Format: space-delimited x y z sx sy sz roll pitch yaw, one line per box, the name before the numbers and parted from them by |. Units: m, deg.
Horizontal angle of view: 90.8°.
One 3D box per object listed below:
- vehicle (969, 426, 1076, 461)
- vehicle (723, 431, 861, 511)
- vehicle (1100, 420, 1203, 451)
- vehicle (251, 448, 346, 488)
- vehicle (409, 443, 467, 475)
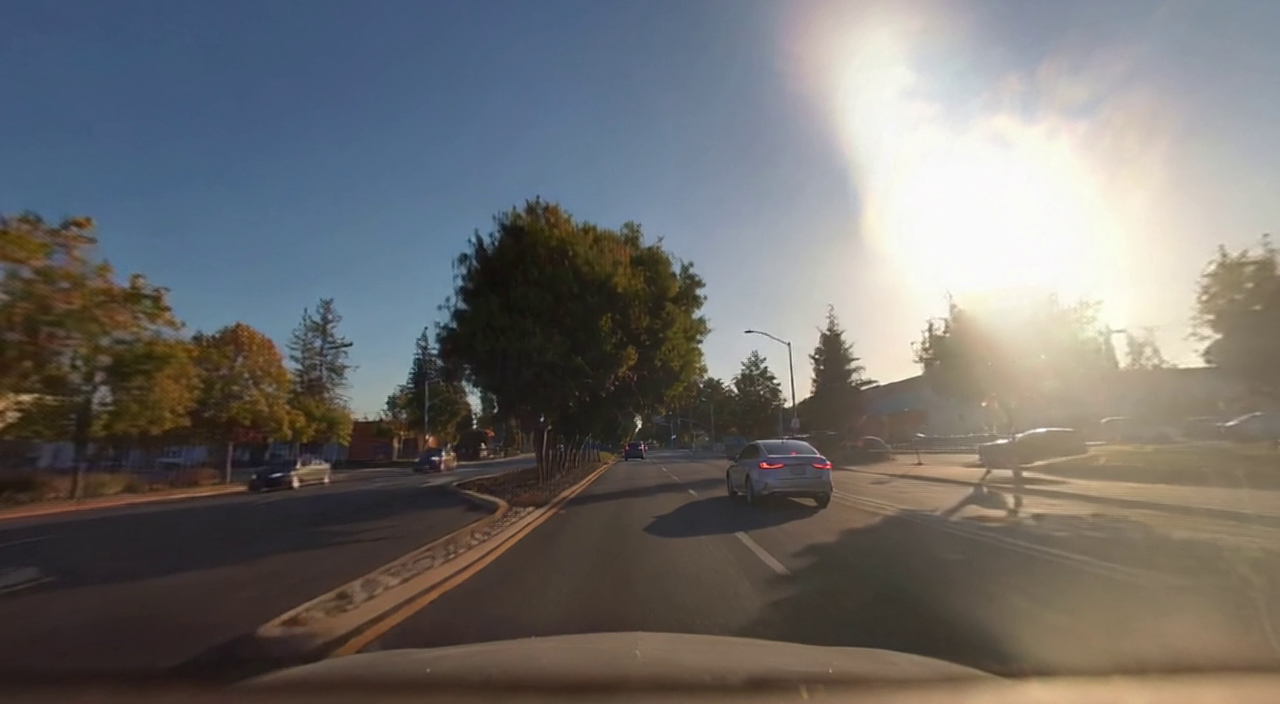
vehicle | 20.018 4.801 33.170 4.376 1.735 1.854 0 -8 -2
vehicle | 3.388 2.753 15.197 1.995 1.616 4.729 0 -8 -2
vehicle | 32.383 5.293 40.117 4.597 1.886 2.143 0 -8 0
vehicle | -16.566 5.621 30.969 2.032 1.728 4.633 0 -8 0
vehicle | -12.556 6.645 39.533 2.063 1.812 4.502 0 -8 1
